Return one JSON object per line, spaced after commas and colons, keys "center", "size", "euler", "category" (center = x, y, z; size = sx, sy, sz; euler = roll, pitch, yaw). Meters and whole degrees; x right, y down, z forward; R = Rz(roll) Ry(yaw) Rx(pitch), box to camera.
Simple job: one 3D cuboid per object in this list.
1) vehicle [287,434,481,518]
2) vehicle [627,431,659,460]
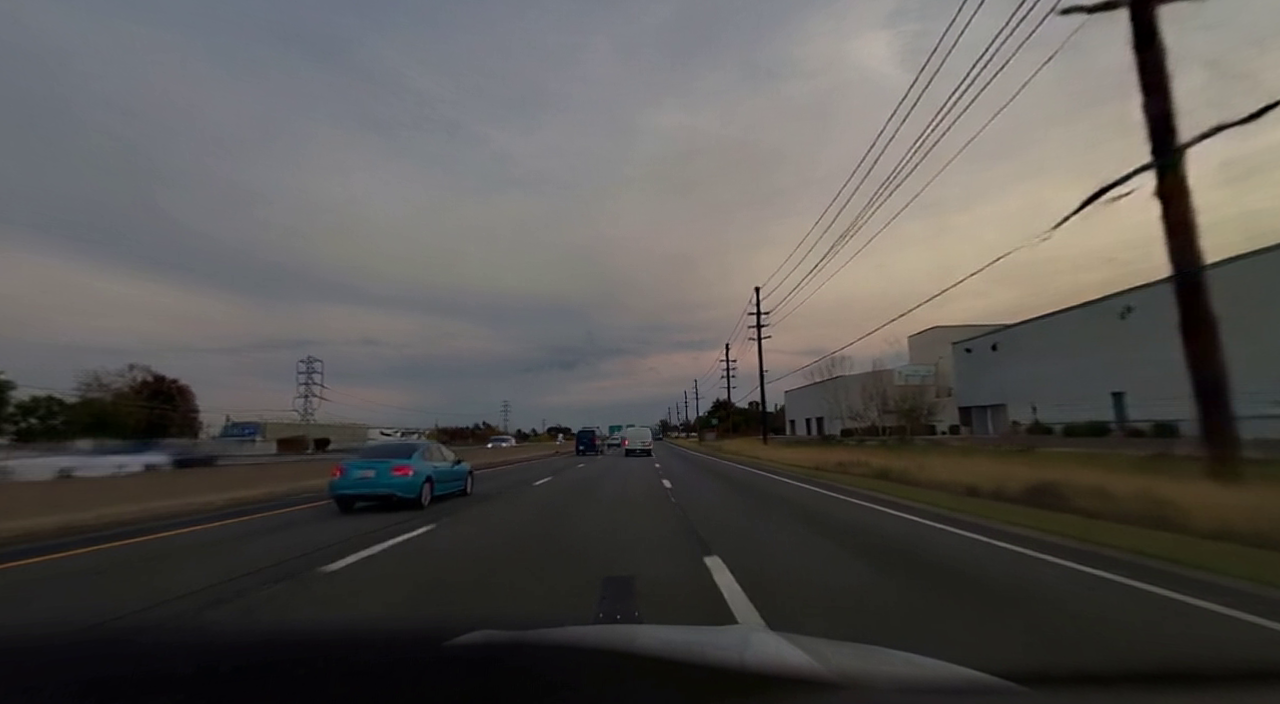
{"center": [-5.133, 2.524, 13.547], "size": [2.087, 1.464, 4.853], "euler": [0, -8, 1], "category": "vehicle"}
{"center": [0.175, 6.754, 45.741], "size": [2.213, 1.997, 4.456], "euler": [0, -8, -1], "category": "vehicle"}
